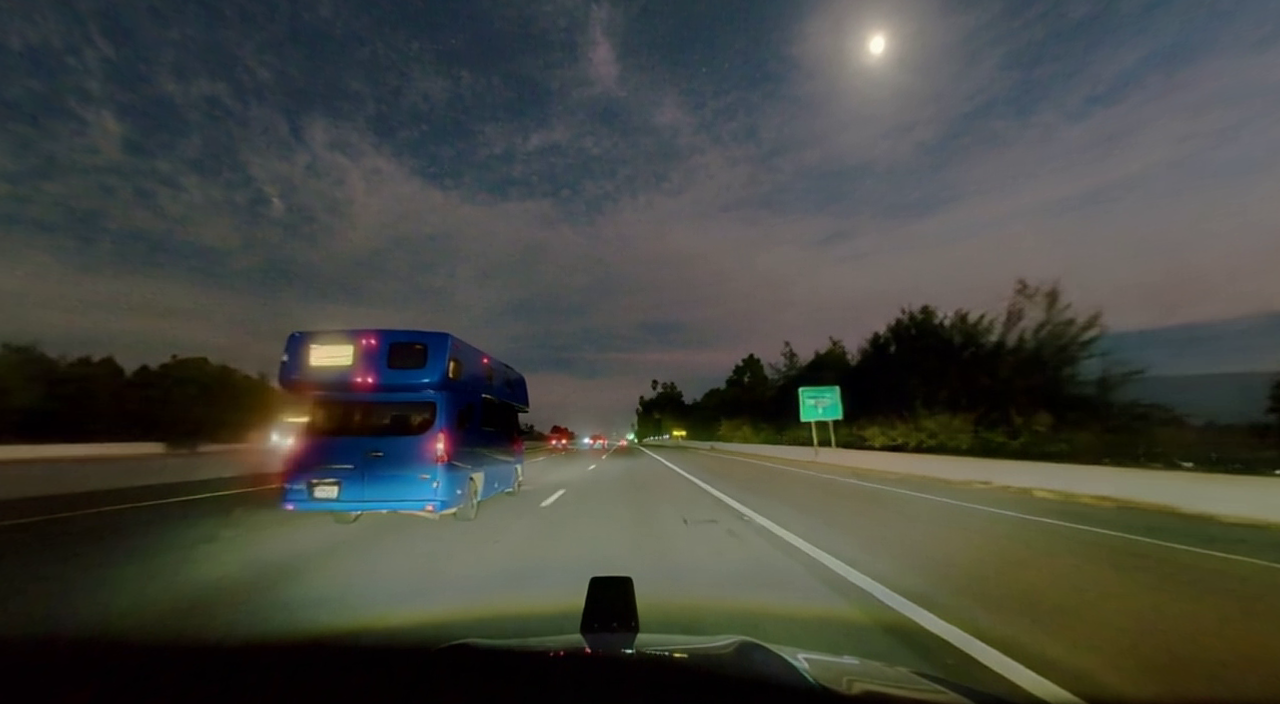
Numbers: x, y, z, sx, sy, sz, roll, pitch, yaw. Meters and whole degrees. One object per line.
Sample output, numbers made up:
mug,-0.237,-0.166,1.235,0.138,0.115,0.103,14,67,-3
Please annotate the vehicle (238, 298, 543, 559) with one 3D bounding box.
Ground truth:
vehicle,-3.747,1.383,11.777,2.676,3.269,7.388,-2,-7,0
